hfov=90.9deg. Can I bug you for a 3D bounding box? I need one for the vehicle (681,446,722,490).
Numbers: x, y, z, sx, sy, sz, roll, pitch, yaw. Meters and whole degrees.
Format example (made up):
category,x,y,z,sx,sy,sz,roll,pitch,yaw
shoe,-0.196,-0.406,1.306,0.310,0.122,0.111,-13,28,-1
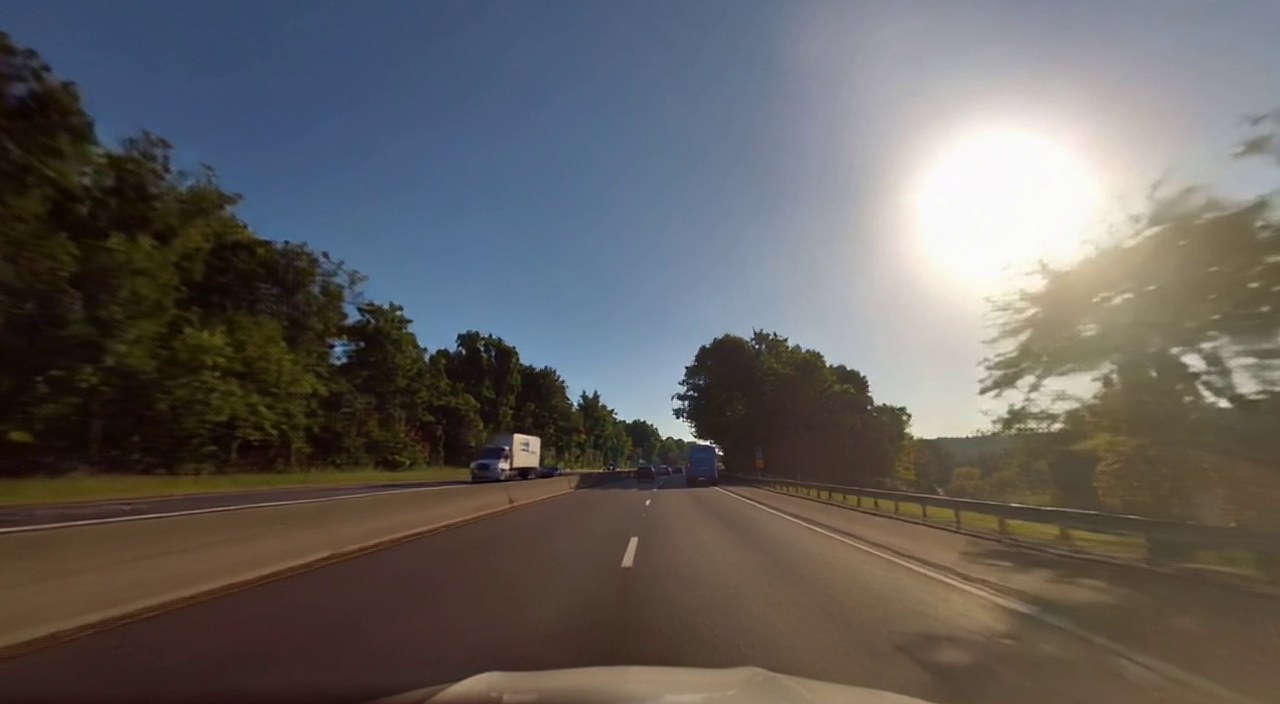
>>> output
category,x,y,z,sx,sy,sz,roll,pitch,yaw
vehicle,3.998,7.721,41.890,2.366,2.595,5.793,1,-11,2
